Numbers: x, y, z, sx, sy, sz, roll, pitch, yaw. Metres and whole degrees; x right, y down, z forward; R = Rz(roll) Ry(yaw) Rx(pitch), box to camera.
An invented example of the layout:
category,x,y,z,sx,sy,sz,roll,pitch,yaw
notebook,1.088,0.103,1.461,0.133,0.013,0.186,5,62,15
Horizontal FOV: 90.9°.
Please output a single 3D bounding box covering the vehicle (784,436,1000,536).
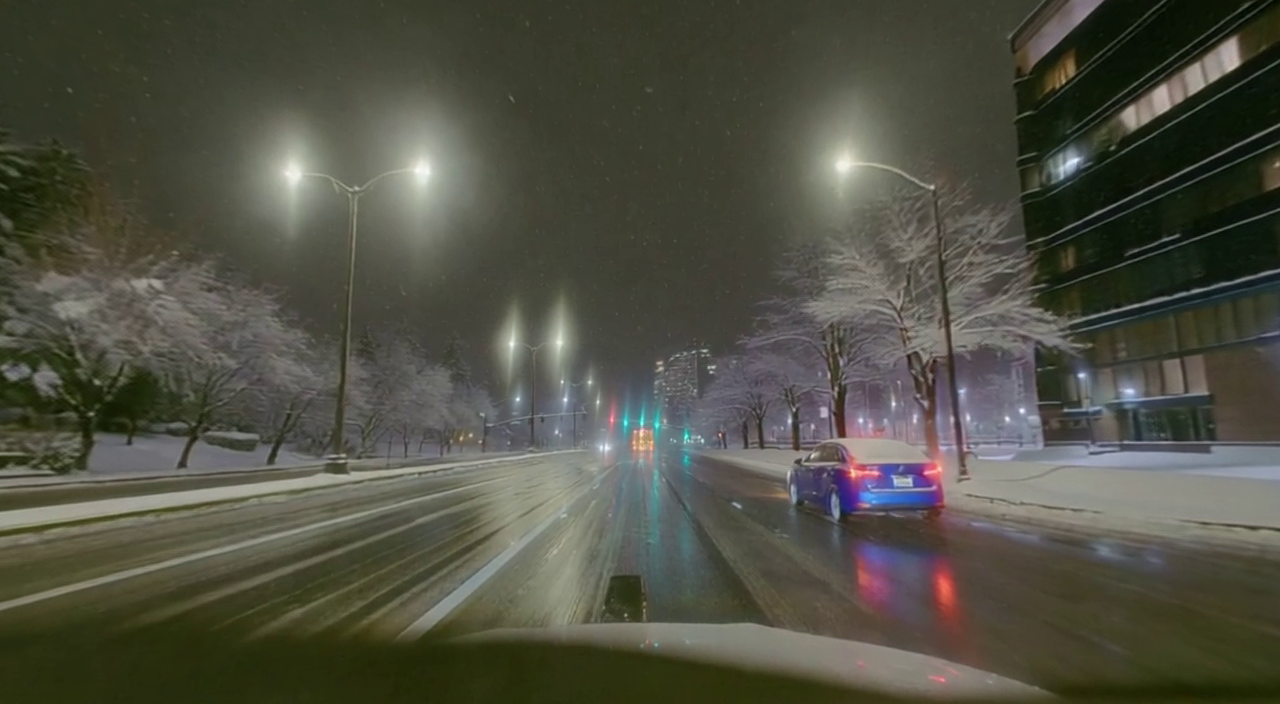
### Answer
category,x,y,z,sx,sy,sz,roll,pitch,yaw
vehicle,4.227,2.302,11.585,2.005,1.442,4.675,0,-8,0
